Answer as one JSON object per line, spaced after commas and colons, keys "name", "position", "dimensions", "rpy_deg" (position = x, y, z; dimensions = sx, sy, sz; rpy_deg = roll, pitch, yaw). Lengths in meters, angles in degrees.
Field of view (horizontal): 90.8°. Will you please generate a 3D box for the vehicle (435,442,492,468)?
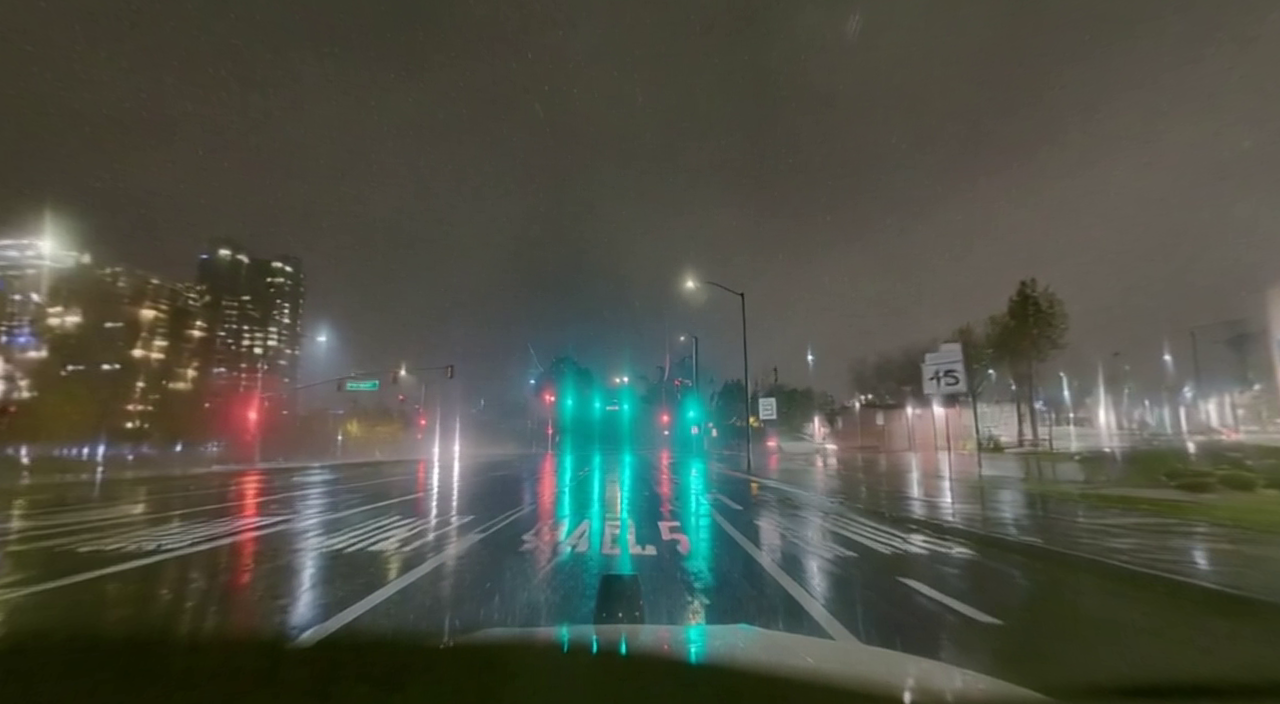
{"name": "vehicle", "position": [-10.317, 6.043, 37.288], "dimensions": [2.089, 1.390, 4.555], "rpy_deg": [0, -8, 0]}
